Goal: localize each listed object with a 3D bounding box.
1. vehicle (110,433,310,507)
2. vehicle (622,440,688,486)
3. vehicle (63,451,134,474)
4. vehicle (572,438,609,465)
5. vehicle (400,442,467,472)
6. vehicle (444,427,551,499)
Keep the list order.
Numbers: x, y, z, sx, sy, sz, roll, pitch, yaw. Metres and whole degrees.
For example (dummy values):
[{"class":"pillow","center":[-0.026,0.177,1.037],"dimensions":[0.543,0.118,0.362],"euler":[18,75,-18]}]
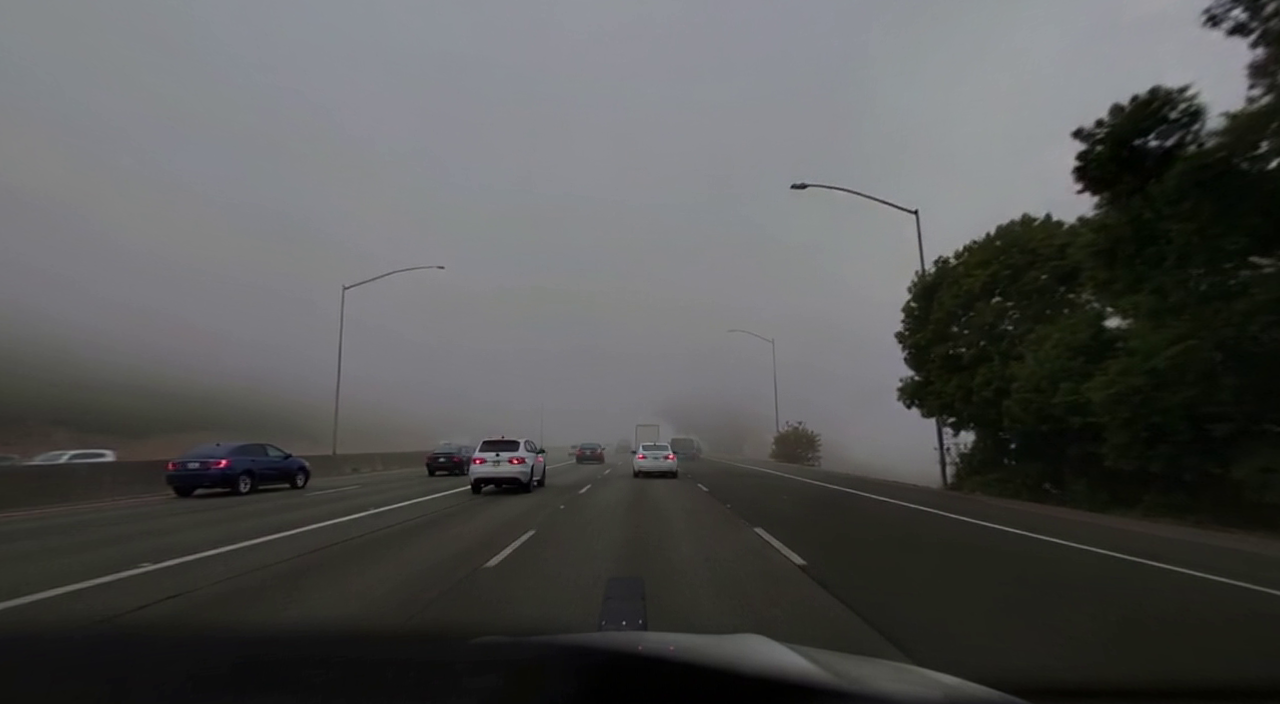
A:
[{"class":"vehicle","center":[-10.592,2.909,16.036],"dimensions":[1.941,1.602,4.277],"euler":[0,-8,2]},{"class":"vehicle","center":[0.477,3.732,21.597],"dimensions":[2.054,1.421,4.090],"euler":[0,-8,0]},{"class":"vehicle","center":[-36.045,7.345,42.050],"dimensions":[1.541,1.414,3.511],"euler":[0,-8,1]},{"class":"vehicle","center":[-3.084,6.291,39.986],"dimensions":[1.897,1.646,4.049],"euler":[0,-8,1]},{"class":"vehicle","center":[-10.730,5.464,33.128],"dimensions":[1.902,1.478,4.505],"euler":[0,-8,1]},{"class":"vehicle","center":[-3.728,2.977,17.330],"dimensions":[1.903,1.721,4.210],"euler":[0,-8,1]}]
